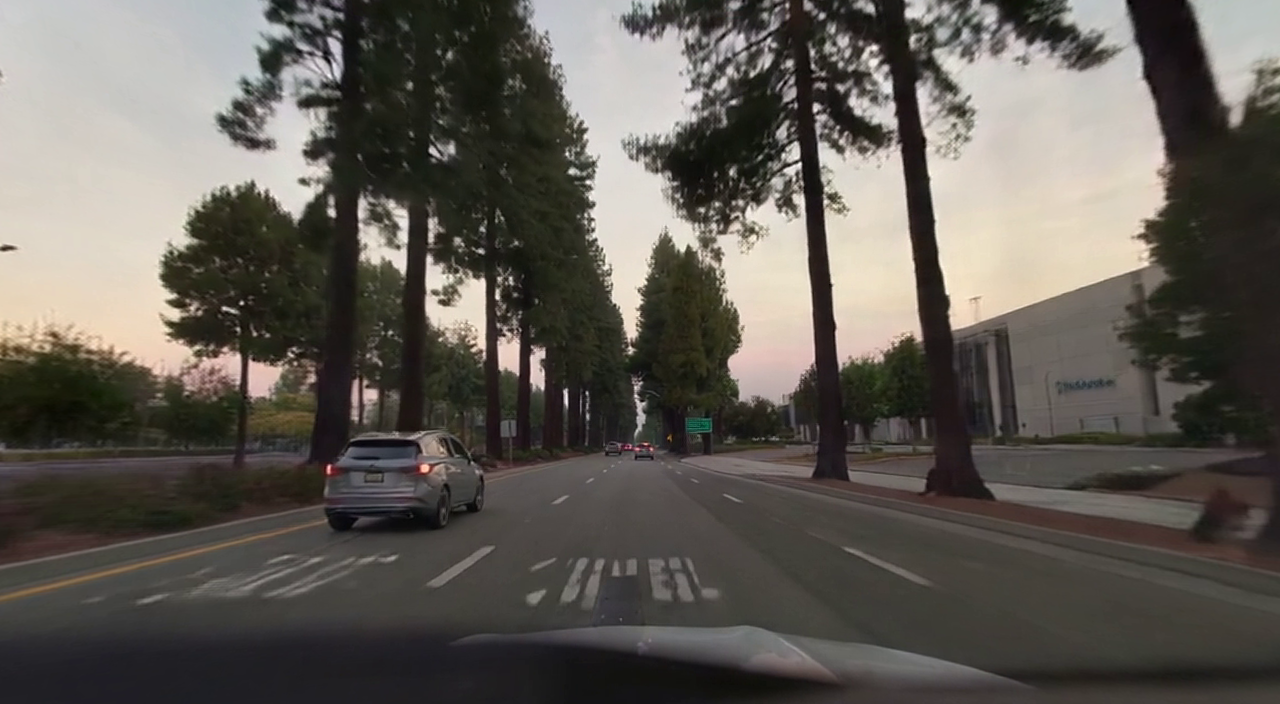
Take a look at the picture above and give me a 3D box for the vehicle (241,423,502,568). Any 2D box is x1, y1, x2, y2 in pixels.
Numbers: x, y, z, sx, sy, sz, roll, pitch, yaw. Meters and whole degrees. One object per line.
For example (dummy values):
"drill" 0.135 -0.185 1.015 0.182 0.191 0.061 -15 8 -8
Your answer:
"vehicle" -3.434 1.904 9.148 1.942 1.588 4.172 0 -9 0

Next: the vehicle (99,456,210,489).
"vehicle" -24.521 6.055 32.168 1.985 1.464 4.698 0 -9 -1
